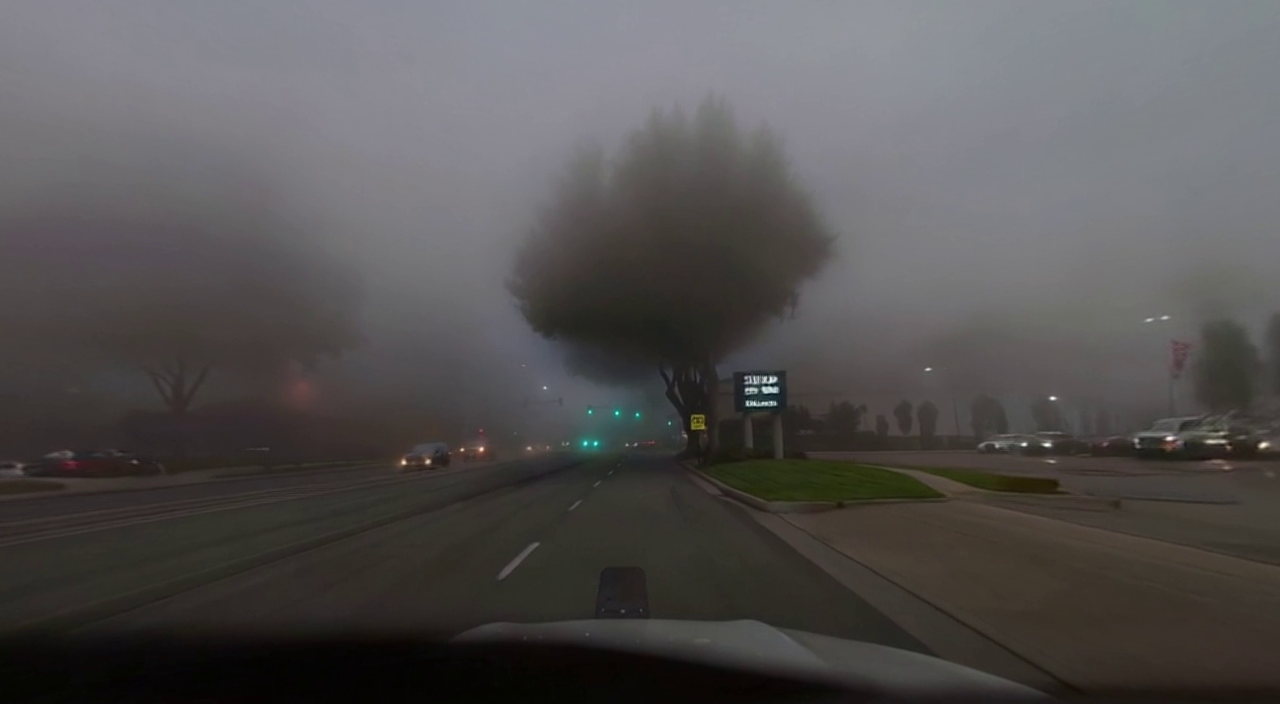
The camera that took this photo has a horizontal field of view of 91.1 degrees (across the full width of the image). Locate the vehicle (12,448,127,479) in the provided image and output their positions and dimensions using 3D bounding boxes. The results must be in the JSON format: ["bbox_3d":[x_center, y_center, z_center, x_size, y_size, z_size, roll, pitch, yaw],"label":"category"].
[{"bbox_3d":[-29.803,5.821,32.873,4.133,1.501,1.876,0,-8,0],"label":"vehicle"}]

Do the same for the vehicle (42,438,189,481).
[{"bbox_3d":[-29.727,6.080,35.732,6.383,1.887,2.223,-4,-9,0],"label":"vehicle"}]

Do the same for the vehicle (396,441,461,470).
[{"bbox_3d":[-12.050,5.911,36.148,2.078,1.532,4.627,0,-8,1],"label":"vehicle"}]

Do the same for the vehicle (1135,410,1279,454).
[{"bbox_3d":[25.079,3.497,27.372,5.117,1.813,2.052,0,-8,0],"label":"vehicle"}]

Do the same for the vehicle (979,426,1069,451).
[{"bbox_3d":[25.339,5.714,41.515,4.649,1.611,1.945,0,-8,-1],"label":"vehicle"}]
